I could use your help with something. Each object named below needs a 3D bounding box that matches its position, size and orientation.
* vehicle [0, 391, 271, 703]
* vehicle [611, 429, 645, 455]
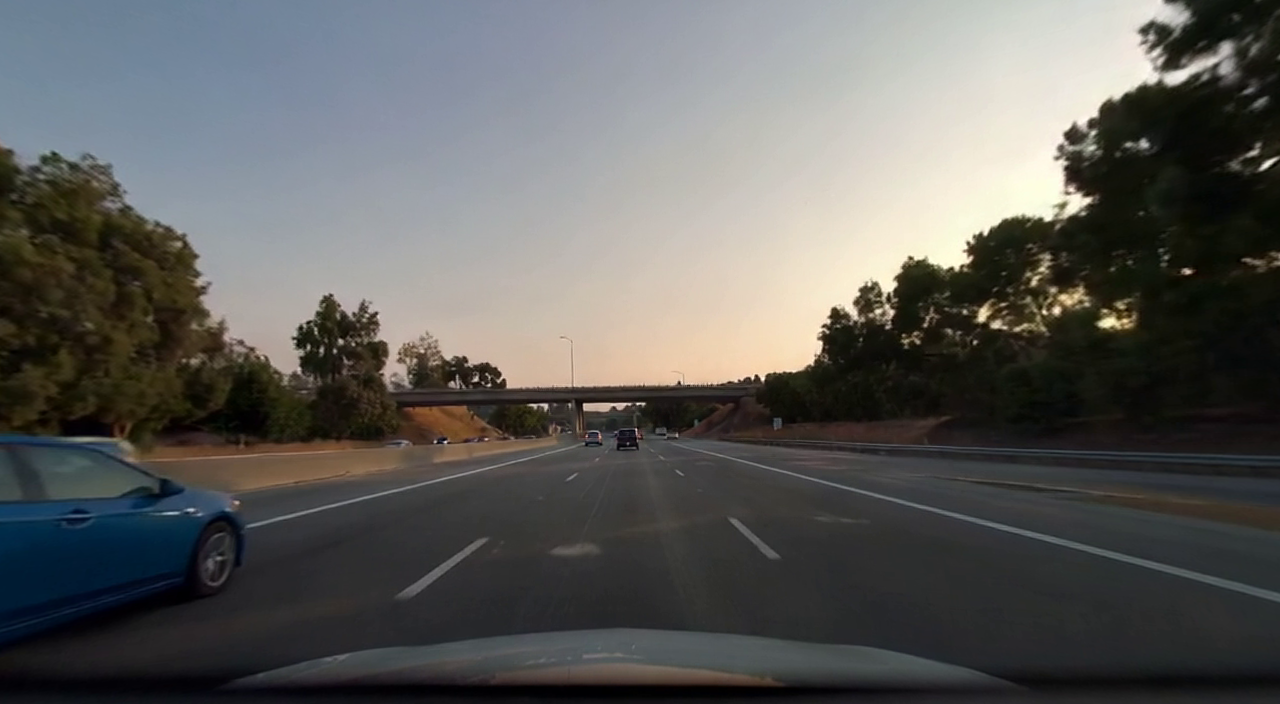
[{"bbox_3d":[-4.084,0.954,2.943,2.017,1.537,4.496,0,-8,-1],"label":"vehicle"},{"bbox_3d":[-0.797,5.987,41.853,2.116,1.625,4.004,0,-8,-1],"label":"vehicle"}]
